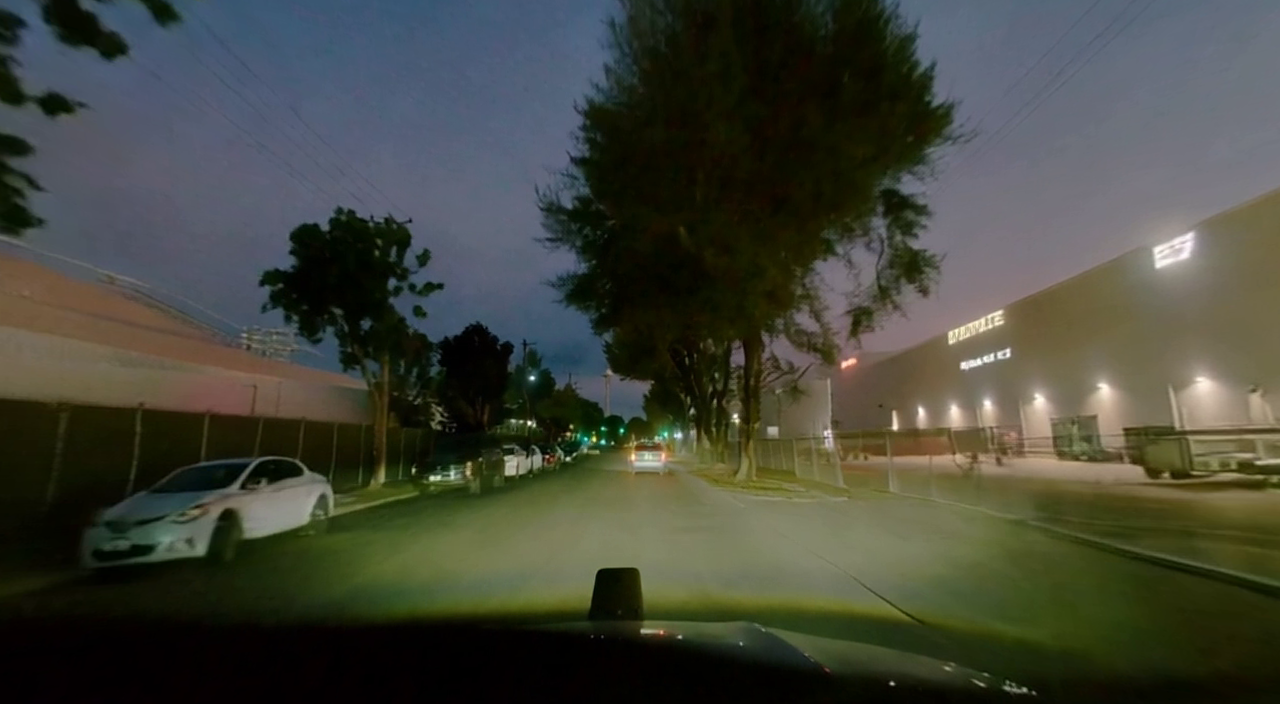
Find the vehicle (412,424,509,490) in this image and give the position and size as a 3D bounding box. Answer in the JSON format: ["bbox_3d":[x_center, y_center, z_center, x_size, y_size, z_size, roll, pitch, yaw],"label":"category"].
[{"bbox_3d":[-6.251,3.726,22.560,2.005,1.989,4.929,-3,-9,0],"label":"vehicle"}]

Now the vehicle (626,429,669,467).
[{"bbox_3d":[0.363,5.155,34.078,2.152,1.874,4.042,0,-8,0],"label":"vehicle"}]

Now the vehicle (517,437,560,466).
[{"bbox_3d":[-6.193,6.117,38.913,1.926,1.647,4.185,0,-8,1],"label":"vehicle"}]

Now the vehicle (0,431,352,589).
[{"bbox_3d":[-5.801,1.966,8.563,1.938,1.500,4.130,-3,-9,-2],"label":"vehicle"}]
